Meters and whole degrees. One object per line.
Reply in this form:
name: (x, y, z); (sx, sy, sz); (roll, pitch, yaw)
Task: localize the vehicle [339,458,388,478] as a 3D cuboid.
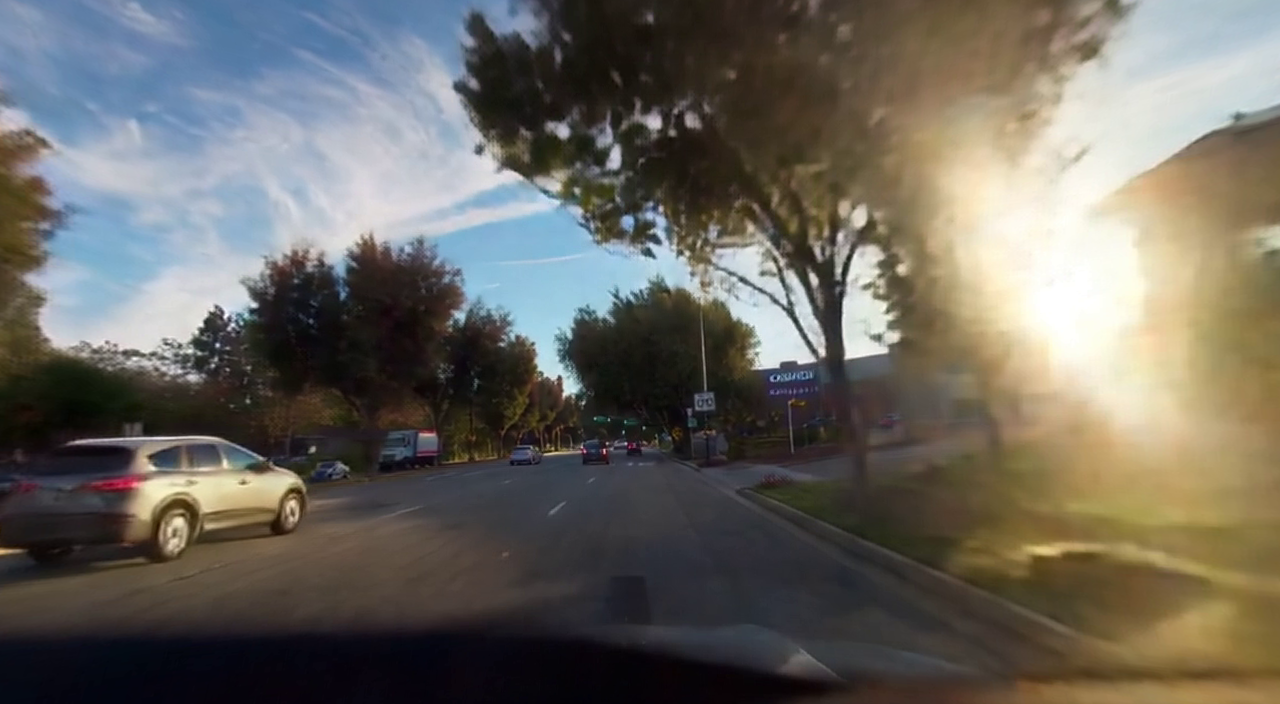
vehicle: (-21.830, 9.168, 49.971); (1.783, 1.456, 4.350); (-1, -9, 3)

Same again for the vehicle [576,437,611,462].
vehicle: (-3.222, 6.876, 44.416); (2.100, 1.661, 3.837); (0, -9, 1)

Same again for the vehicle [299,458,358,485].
vehicle: (-21.949, 8.414, 44.607); (1.900, 1.467, 4.655); (-5, -8, -1)

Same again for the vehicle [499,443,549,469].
vehicle: (-6.688, 6.039, 36.830); (2.072, 1.427, 4.328); (0, -9, 0)

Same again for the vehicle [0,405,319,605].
vehicle: (-6.605, 1.783, 8.314); (2.137, 1.835, 4.844); (0, -9, 0)
